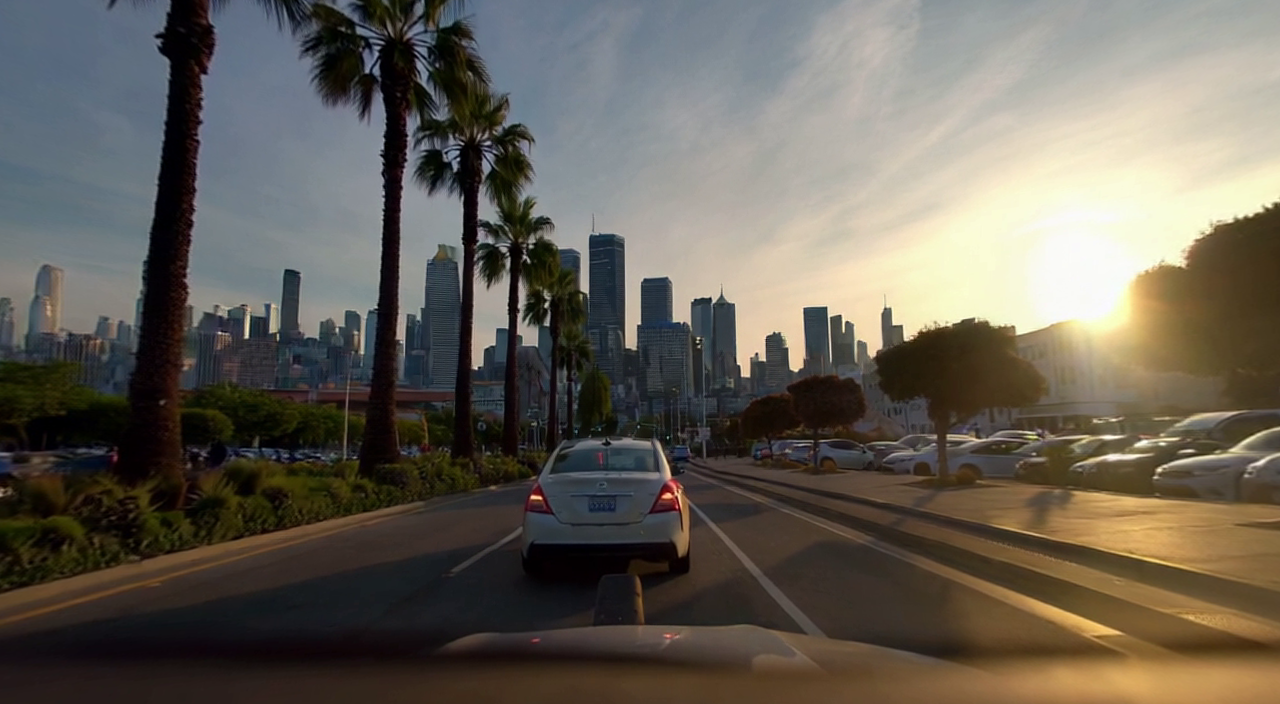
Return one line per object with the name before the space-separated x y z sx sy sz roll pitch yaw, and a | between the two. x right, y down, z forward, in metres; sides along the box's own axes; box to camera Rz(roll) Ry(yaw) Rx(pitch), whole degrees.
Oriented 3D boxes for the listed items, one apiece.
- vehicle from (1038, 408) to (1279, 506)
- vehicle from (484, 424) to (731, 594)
vehicle | 12.887 2.407 14.763 5.301 1.962 2.431 -3 -8 4
vehicle | -0.281 1.725 7.728 2.235 1.528 3.876 0 -9 0
